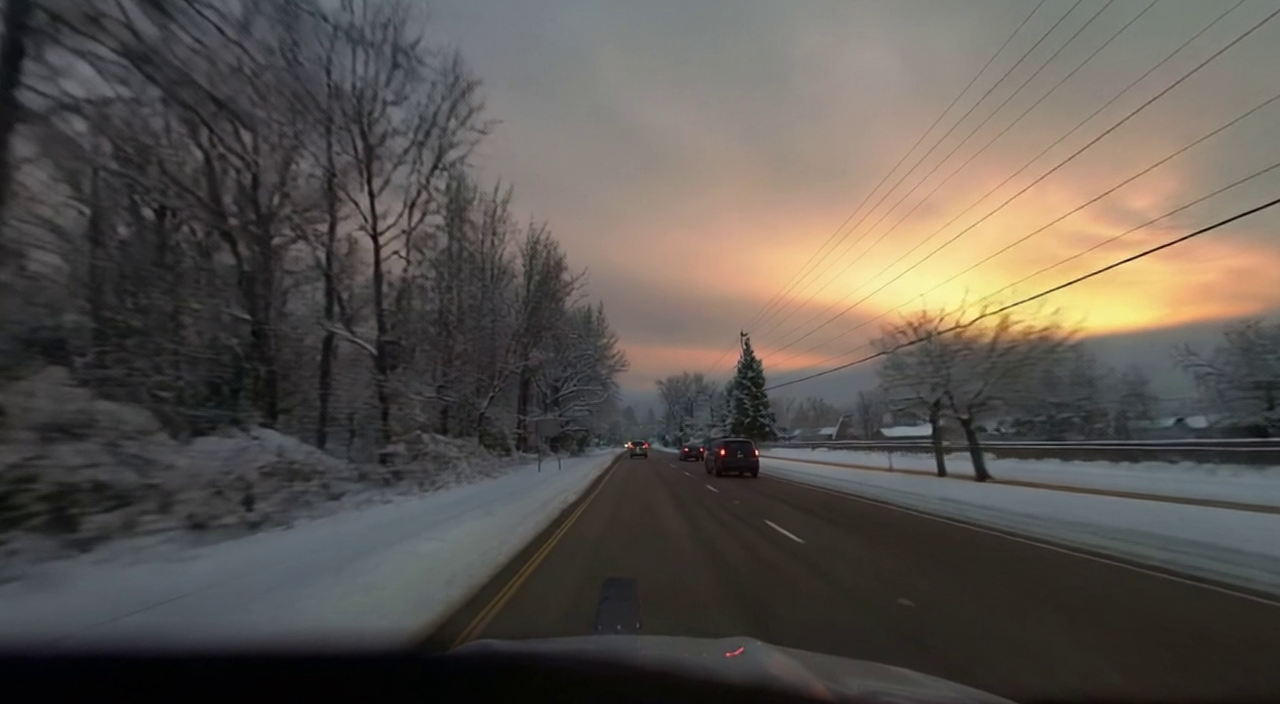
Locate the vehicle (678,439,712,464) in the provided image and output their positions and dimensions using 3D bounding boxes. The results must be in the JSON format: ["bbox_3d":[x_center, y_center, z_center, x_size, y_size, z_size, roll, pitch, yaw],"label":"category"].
[{"bbox_3d":[3.801,6.955,44.313,2.012,1.653,4.115,0,-8,-1],"label":"vehicle"}]

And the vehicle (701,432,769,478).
[{"bbox_3d":[4.019,4.449,27.579,2.112,1.825,4.574,0,-8,-2],"label":"vehicle"}]
